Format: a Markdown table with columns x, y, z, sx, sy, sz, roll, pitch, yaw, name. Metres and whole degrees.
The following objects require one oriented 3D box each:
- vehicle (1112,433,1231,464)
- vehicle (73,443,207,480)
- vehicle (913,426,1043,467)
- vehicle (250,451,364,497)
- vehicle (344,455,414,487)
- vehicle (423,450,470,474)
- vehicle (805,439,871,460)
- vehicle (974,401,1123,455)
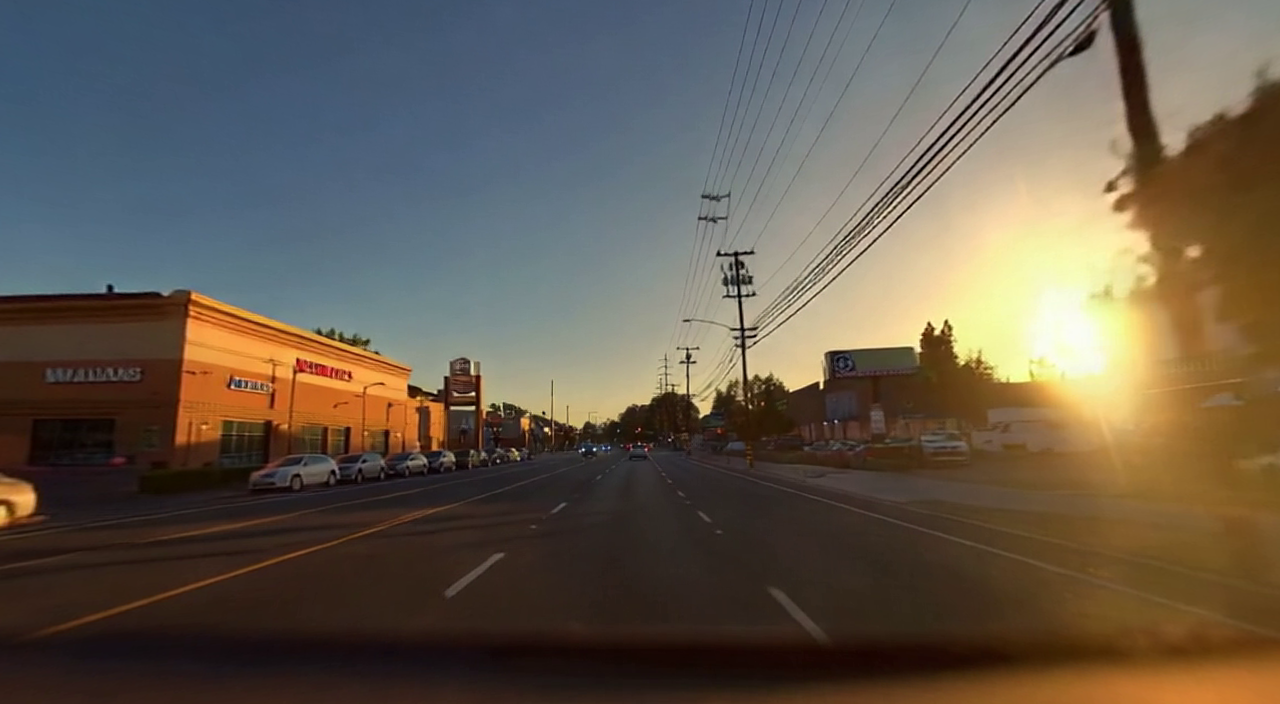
| x | y | z | sx | sy | sz | roll | pitch | yaw | name |
| --- | --- | --- | --- | --- | --- | --- | --- | --- | --- |
| 26.894 | 4.889 | 32.052 | 4.367 | 1.458 | 1.857 | 0 | -9 | -3 | vehicle |
| -23.942 | 5.251 | 30.469 | 4.527 | 1.679 | 2.055 | 3 | -9 | -18 | vehicle |
| 15.349 | 4.303 | 28.923 | 4.667 | 1.775 | 2.199 | 0 | -9 | -1 | vehicle |
| -13.763 | 5.015 | 26.526 | 2.014 | 1.523 | 5.092 | -3 | -8 | 1 | vehicle |
| -13.631 | 6.197 | 33.280 | 1.791 | 1.377 | 4.807 | -2 | -8 | -1 | vehicle |
| -13.712 | 7.817 | 45.013 | 1.901 | 1.552 | 4.541 | 0 | -8 | 0 | vehicle |
| 14.980 | 7.397 | 47.883 | 4.300 | 1.431 | 1.937 | -2 | -7 | 1 | vehicle |
| 29.567 | 5.579 | 45.987 | 8.821 | 3.745 | 2.909 | 0 | -9 | -3 | vehicle |
